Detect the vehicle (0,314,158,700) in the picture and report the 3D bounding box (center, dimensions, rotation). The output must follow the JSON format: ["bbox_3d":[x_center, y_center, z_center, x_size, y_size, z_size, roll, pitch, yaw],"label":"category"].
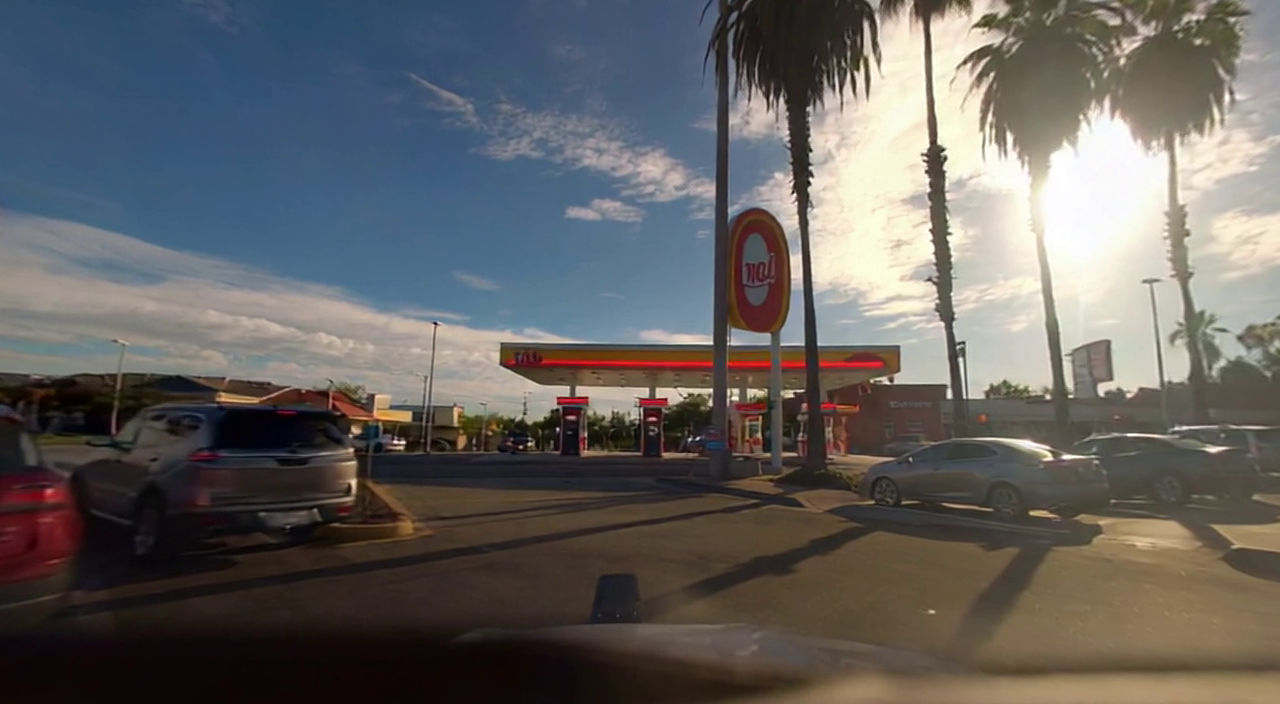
[{"bbox_3d":[-6.465,1.077,4.896,6.836,2.006,2.434,-7,-11,37],"label":"vehicle"}]

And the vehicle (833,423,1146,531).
[{"bbox_3d":[5.837,2.126,11.331,1.937,1.490,4.564,3,-9,-24],"label":"vehicle"}]

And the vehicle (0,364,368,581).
[{"bbox_3d":[-6.444,1.486,8.512,5.855,1.950,2.445,-7,-11,37],"label":"vehicle"}]
